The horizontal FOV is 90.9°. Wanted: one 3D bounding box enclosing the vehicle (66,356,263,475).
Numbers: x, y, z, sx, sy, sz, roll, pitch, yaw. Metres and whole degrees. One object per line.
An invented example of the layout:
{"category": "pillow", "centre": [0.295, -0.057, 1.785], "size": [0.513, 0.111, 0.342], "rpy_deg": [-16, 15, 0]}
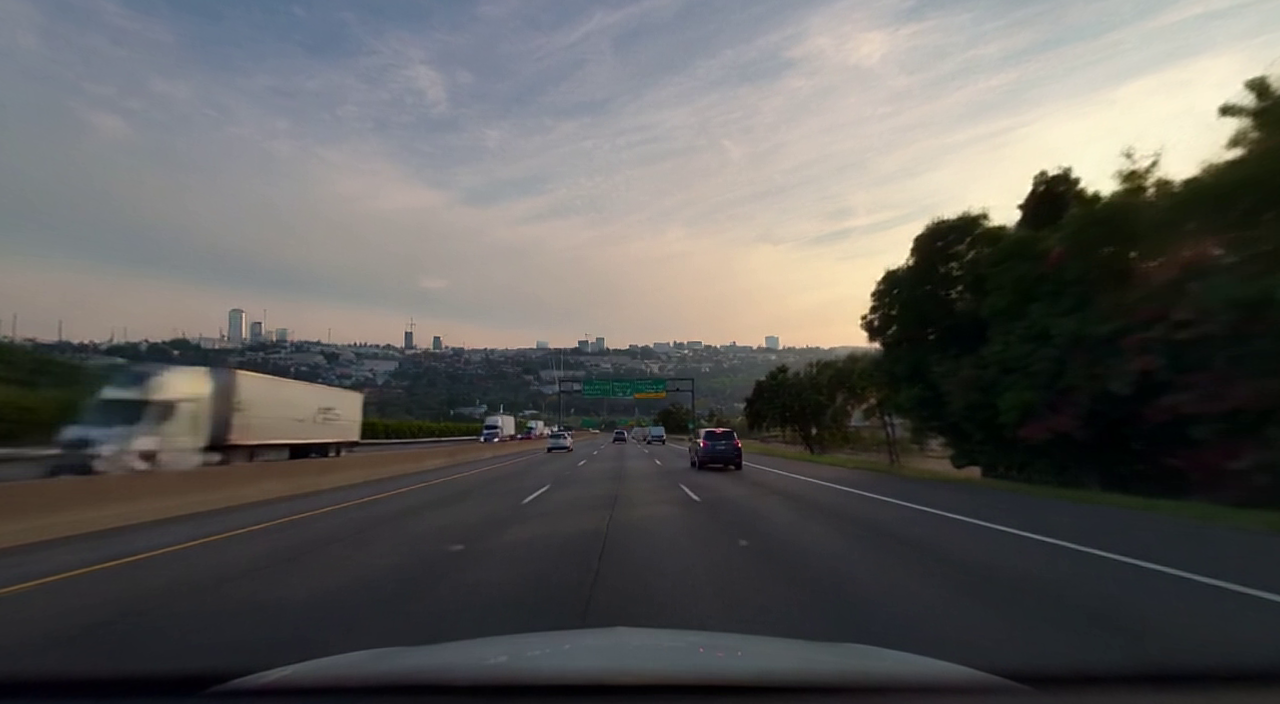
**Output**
{"category": "vehicle", "centre": [-17.713, 2.515, 24.115], "size": [2.971, 4.001, 5.802], "rpy_deg": [0, -8, -3]}

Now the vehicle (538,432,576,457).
{"category": "vehicle", "centre": [-5.291, 5.952, 40.702], "size": [1.996, 1.518, 4.229], "rpy_deg": [0, -8, -2]}

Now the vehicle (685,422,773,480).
{"category": "vehicle", "centre": [2.701, 3.141, 20.226], "size": [2.022, 1.637, 4.229], "rpy_deg": [0, -8, -3]}
